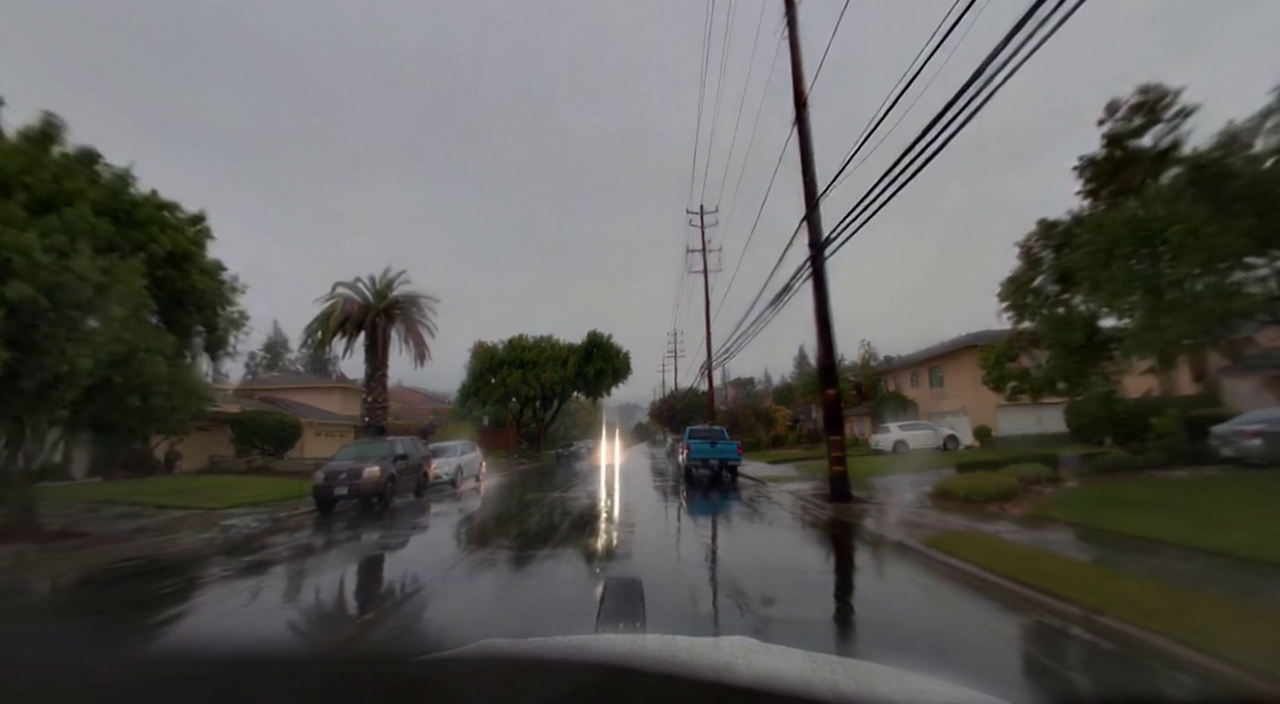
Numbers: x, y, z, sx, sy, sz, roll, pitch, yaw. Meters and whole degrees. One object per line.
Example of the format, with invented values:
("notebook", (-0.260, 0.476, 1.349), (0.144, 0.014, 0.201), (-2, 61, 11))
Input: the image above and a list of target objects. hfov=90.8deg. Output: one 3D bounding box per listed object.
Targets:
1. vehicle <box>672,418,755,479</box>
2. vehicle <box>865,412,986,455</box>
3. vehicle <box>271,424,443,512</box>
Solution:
("vehicle", (2.581, 3.647, 24.130), (2.437, 2.015, 6.511), (0, -8, 0))
("vehicle", (13.815, 3.973, 30.822), (4.778, 1.903, 2.205), (-1, -8, -1))
("vehicle", (-7.091, 2.928, 16.572), (2.252, 1.944, 4.714), (0, -8, 1))
